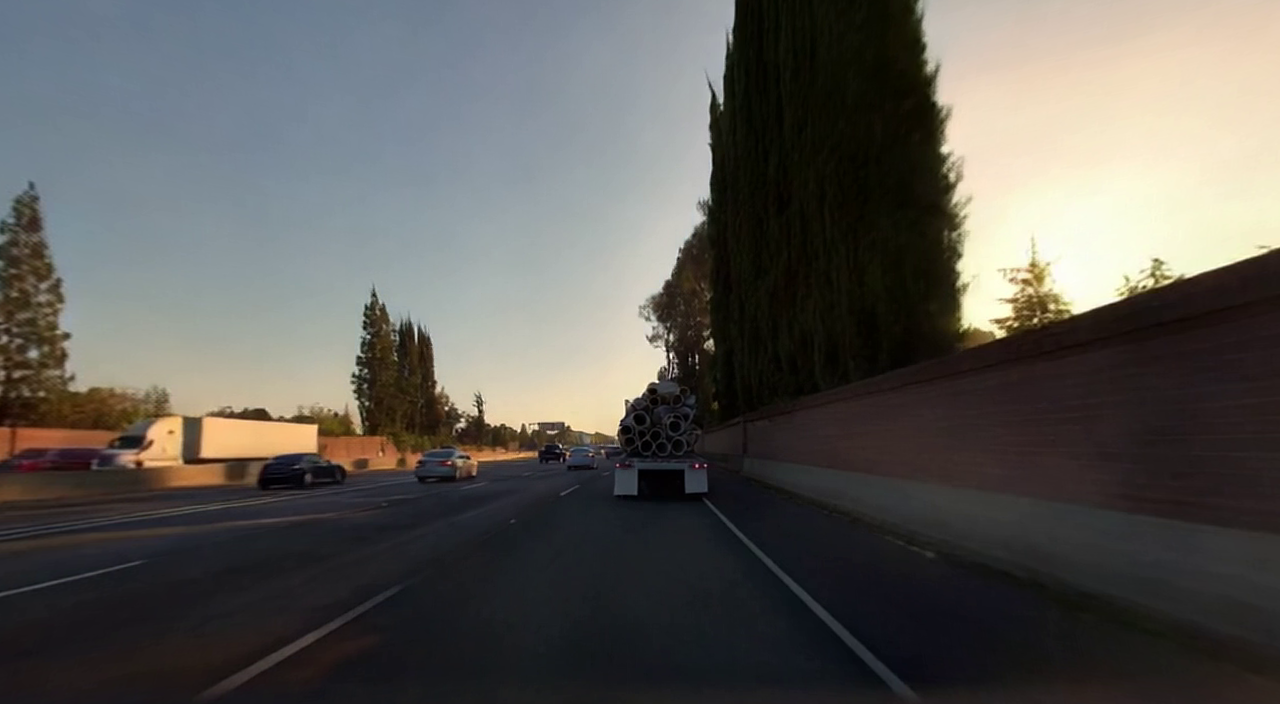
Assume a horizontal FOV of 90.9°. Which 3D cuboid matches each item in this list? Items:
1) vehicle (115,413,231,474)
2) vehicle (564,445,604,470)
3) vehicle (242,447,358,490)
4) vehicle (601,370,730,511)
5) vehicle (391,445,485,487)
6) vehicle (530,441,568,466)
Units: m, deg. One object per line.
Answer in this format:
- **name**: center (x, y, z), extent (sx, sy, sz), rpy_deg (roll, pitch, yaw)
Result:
- **vehicle**: center (-29.814, 5.859, 40.586), extent (3.009, 3.610, 5.561), rpy_deg (0, -8, 0)
- **vehicle**: center (-3.447, 6.576, 39.560), extent (1.974, 1.475, 4.538), rpy_deg (0, -8, 1)
- **vehicle**: center (-12.960, 4.444, 24.446), extent (1.908, 1.473, 4.552), rpy_deg (0, -8, 1)
- **vehicle**: center (0.530, 2.543, 18.056), extent (2.798, 3.071, 8.412), rpy_deg (0, -8, 0)
- **vehicle**: center (-7.680, 4.372, 24.572), extent (2.006, 1.458, 4.700), rpy_deg (0, -8, 2)
- **vehicle**: center (-7.127, 8.001, 49.924), extent (2.164, 1.874, 5.004), rpy_deg (0, -8, 1)
